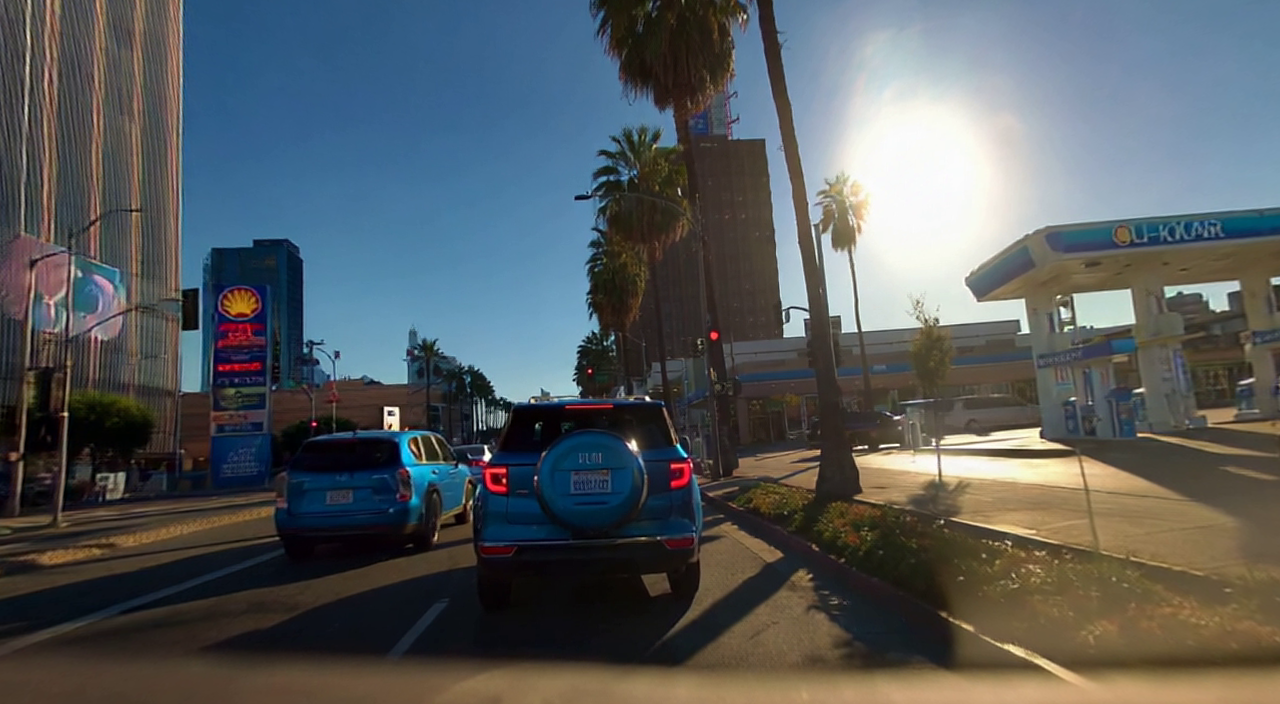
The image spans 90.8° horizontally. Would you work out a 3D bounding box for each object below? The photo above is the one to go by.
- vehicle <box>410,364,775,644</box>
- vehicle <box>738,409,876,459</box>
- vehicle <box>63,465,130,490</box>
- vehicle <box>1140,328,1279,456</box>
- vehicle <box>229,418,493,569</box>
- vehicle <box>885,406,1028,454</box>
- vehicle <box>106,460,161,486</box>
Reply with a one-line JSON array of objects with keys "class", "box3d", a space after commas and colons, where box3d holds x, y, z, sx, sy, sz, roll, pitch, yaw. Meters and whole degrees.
[{"class": "vehicle", "box3d": [-0.495, 1.390, 6.884, 2.519, 1.913, 4.819, 0, -8, -5]}, {"class": "vehicle", "box3d": [7.147, 3.562, 27.440, 5.307, 2.076, 2.122, 0, -8, -5]}, {"class": "vehicle", "box3d": [-38.320, 8.862, 44.641, 2.008, 1.528, 3.242, 0, -8, -6]}, {"class": "vehicle", "box3d": [9.999, 0.634, 8.837, 4.374, 1.571, 1.963, 0, -8, -4]}, {"class": "vehicle", "box3d": [-3.760, 1.982, 9.784, 2.097, 1.692, 5.030, 0, -8, -4]}, {"class": "vehicle", "box3d": [13.814, 3.439, 27.794, 5.033, 1.999, 2.259, 0, -8, -3]}, {"class": "vehicle", "box3d": [-36.105, 8.625, 45.071, 1.465, 1.367, 3.238, -6, -5, -5]}]
